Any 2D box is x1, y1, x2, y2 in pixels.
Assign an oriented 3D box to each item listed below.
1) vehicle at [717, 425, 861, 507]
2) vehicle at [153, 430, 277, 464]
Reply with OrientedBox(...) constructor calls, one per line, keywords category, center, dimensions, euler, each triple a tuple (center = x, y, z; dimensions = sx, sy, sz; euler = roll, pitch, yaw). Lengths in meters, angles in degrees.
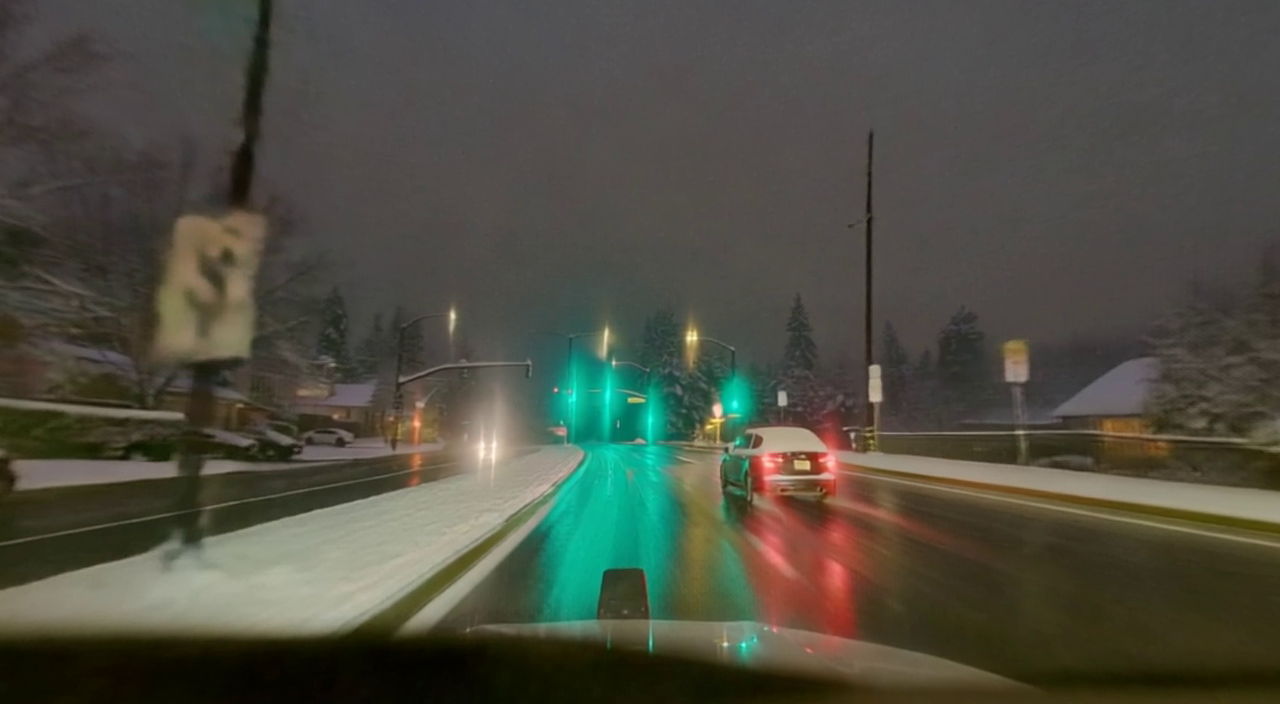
OrientedBox(category="vehicle", center=(2.971, 2.380, 13.549), dimensions=(1.960, 1.479, 4.086), euler=(0, -8, -2))
OrientedBox(category="vehicle", center=(-21.474, 4.824, 32.053), dimensions=(4.717, 1.615, 2.014), euler=(2, -9, -11))
